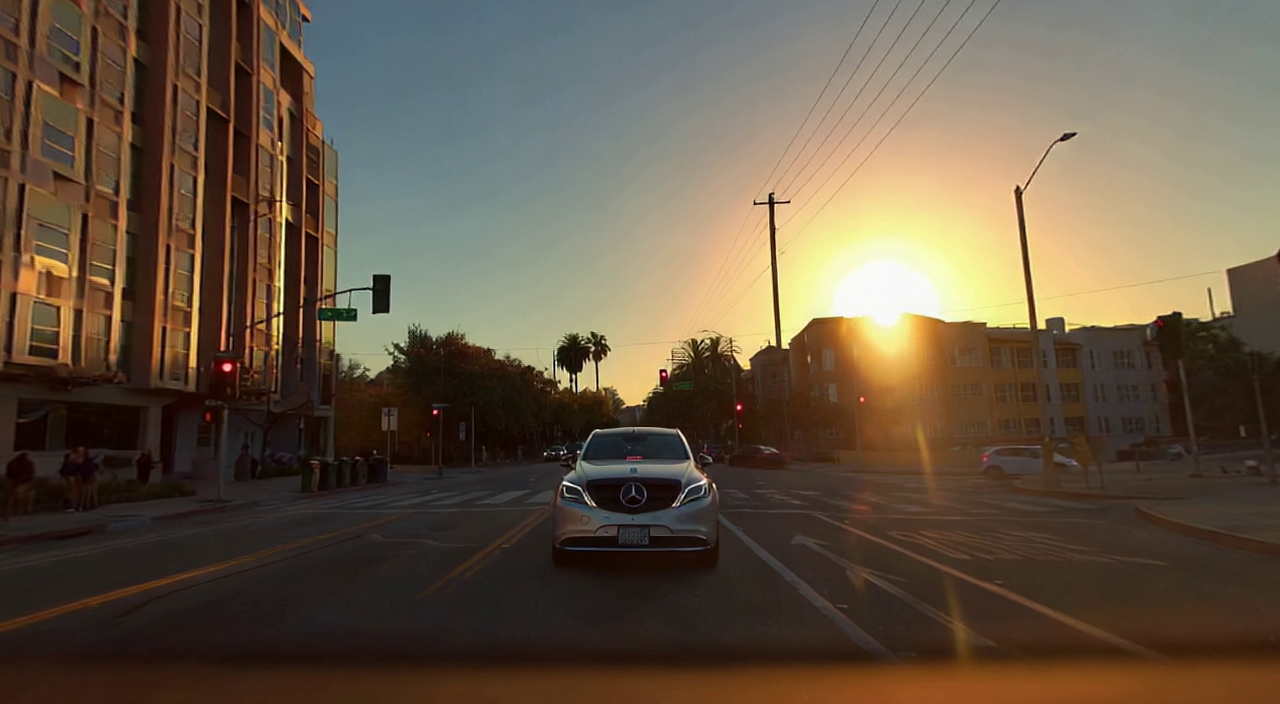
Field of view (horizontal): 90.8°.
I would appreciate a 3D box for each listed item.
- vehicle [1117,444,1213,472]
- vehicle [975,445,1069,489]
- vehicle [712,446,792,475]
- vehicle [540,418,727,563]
[{"bbox_3d":[32.152,6.470,38.773,4.234,1.613,1.812,0,-8,-1],"label":"vehicle"},{"bbox_3d":[15.300,4.512,25.215,4.118,1.593,2.004,7,-11,-42],"label":"vehicle"},{"bbox_3d":[6.952,6.728,39.439,4.494,1.704,1.976,-7,-11,39],"label":"vehicle"},{"bbox_3d":[-0.084,1.878,9.224,2.144,1.643,3.770,0,-8,0],"label":"vehicle"}]
